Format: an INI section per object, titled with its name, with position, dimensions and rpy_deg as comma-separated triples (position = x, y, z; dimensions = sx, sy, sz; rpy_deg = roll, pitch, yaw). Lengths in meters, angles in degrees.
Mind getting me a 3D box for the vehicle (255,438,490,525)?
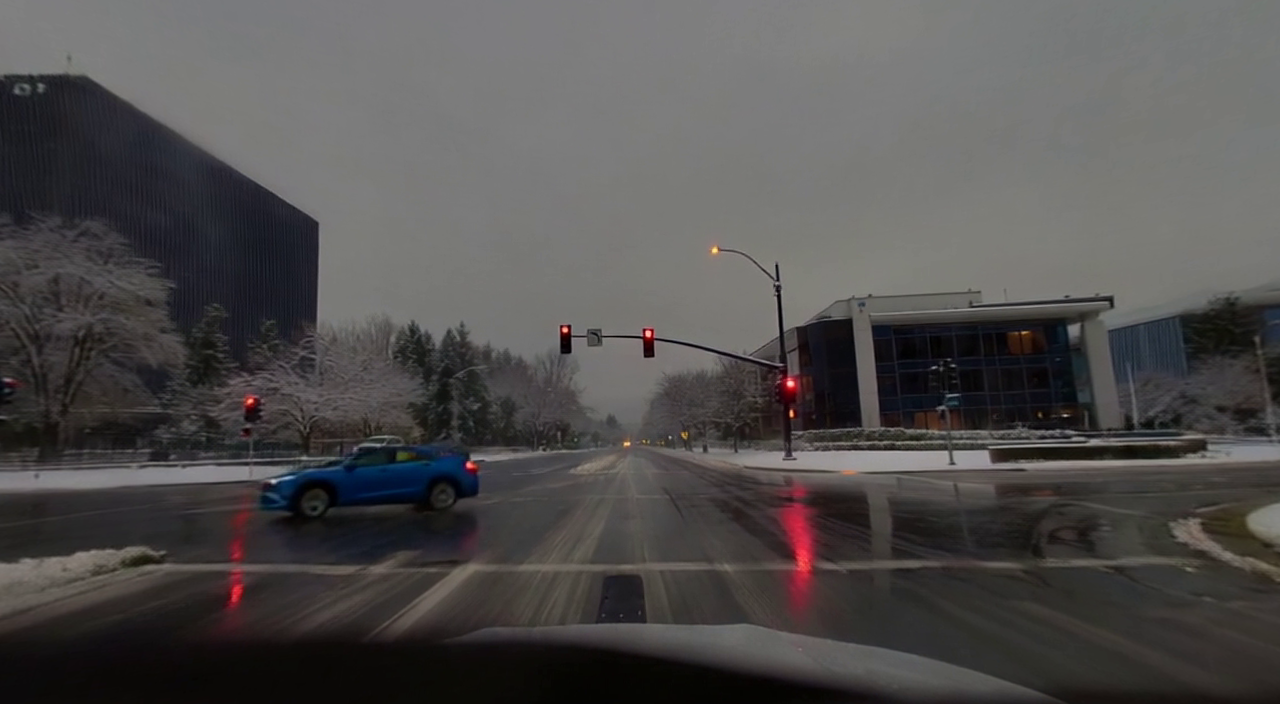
[vehicle]
position = -5.715, 2.718, 13.762
dimensions = 4.218, 1.572, 2.065
rpy_deg = 8, -12, -41
